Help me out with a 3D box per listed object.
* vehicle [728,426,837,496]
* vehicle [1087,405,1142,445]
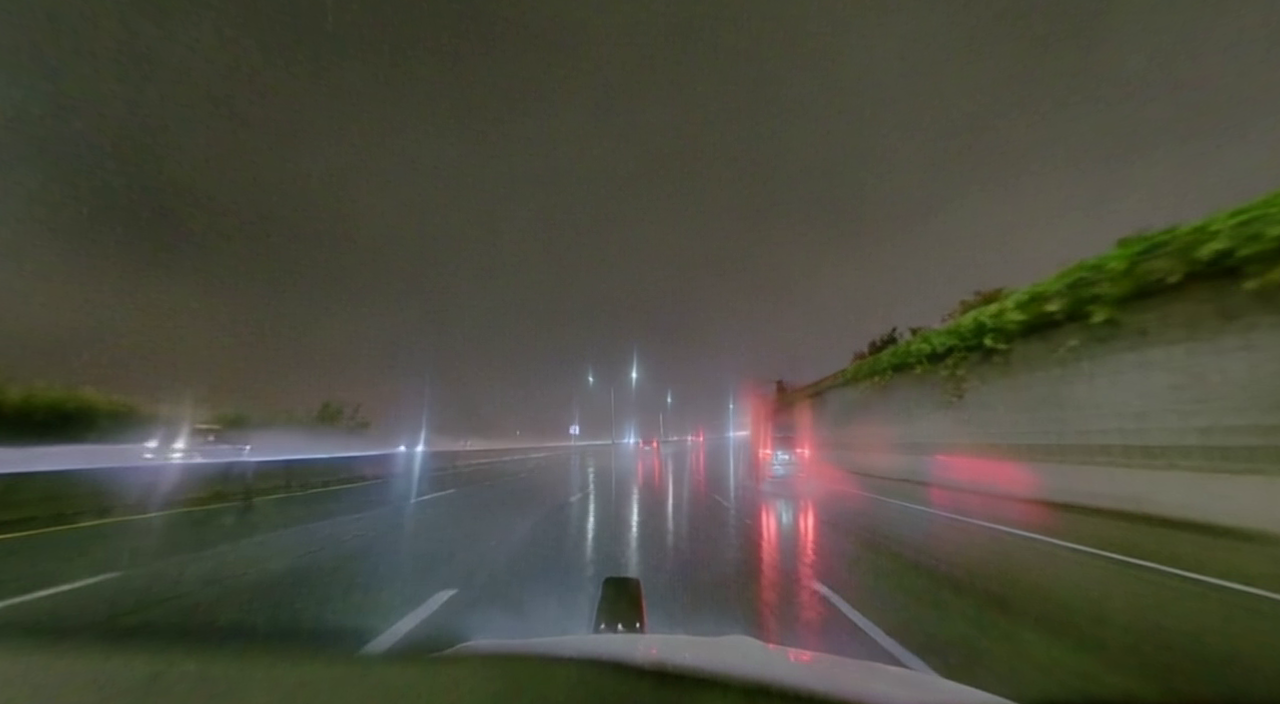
[{"bbox_3d":[3.820,2.997,17.669,2.090,1.715,4.228,0,-8,0],"label":"vehicle"},{"bbox_3d":[34.048,5.305,45.046,2.478,2.614,6.965,-8,-11,40],"label":"vehicle"}]
